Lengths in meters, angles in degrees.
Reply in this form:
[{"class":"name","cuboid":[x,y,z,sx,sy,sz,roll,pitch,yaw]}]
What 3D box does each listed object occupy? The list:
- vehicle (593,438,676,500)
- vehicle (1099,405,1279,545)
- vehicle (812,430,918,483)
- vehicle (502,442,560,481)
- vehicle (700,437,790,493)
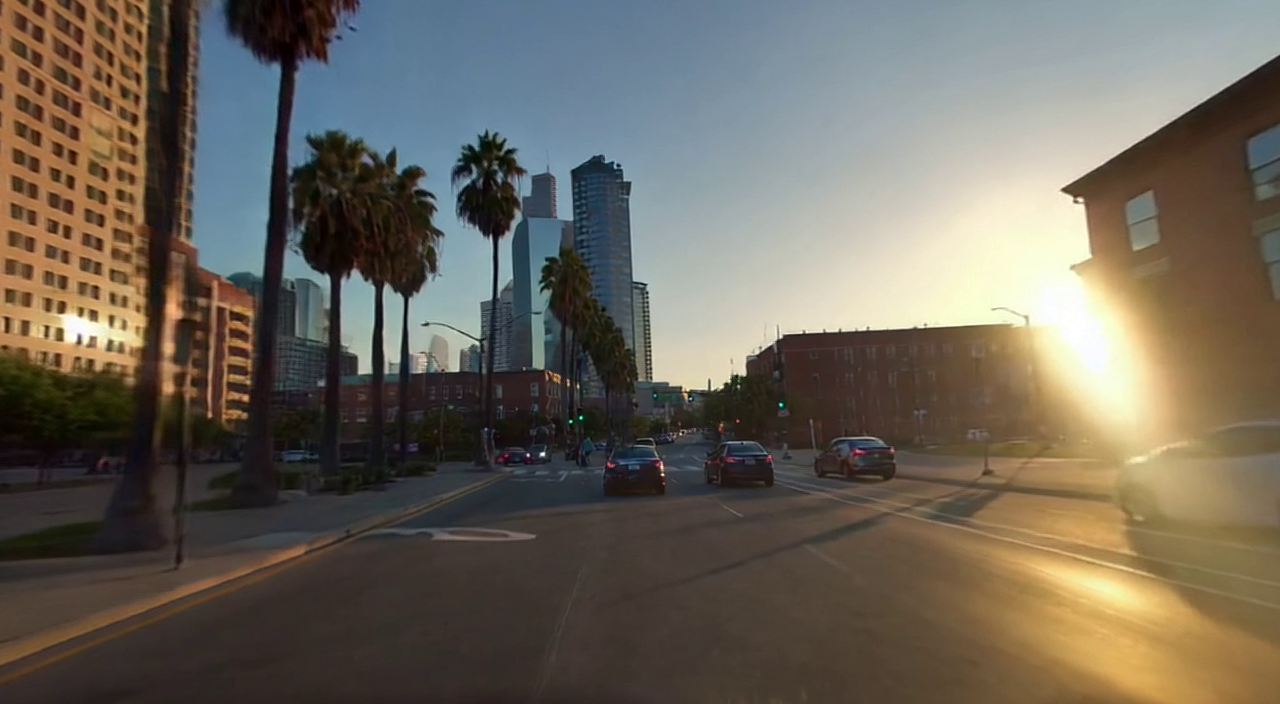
[{"class":"vehicle","cuboid":[-0.197,3.157,17.417,2.048,1.503,3.681,0,-8,-2]},{"class":"vehicle","cuboid":[8.865,1.613,8.476,1.946,1.715,4.365,0,-8,-3]},{"class":"vehicle","cuboid":[7.884,3.717,22.693,2.000,1.685,4.487,0,-8,-2]},{"class":"vehicle","cuboid":[-4.665,4.743,27.683,1.977,1.501,4.435,0,-8,-3]},{"class":"vehicle","cuboid":[3.047,3.354,19.117,1.909,1.500,3.524,0,-8,-3]}]
